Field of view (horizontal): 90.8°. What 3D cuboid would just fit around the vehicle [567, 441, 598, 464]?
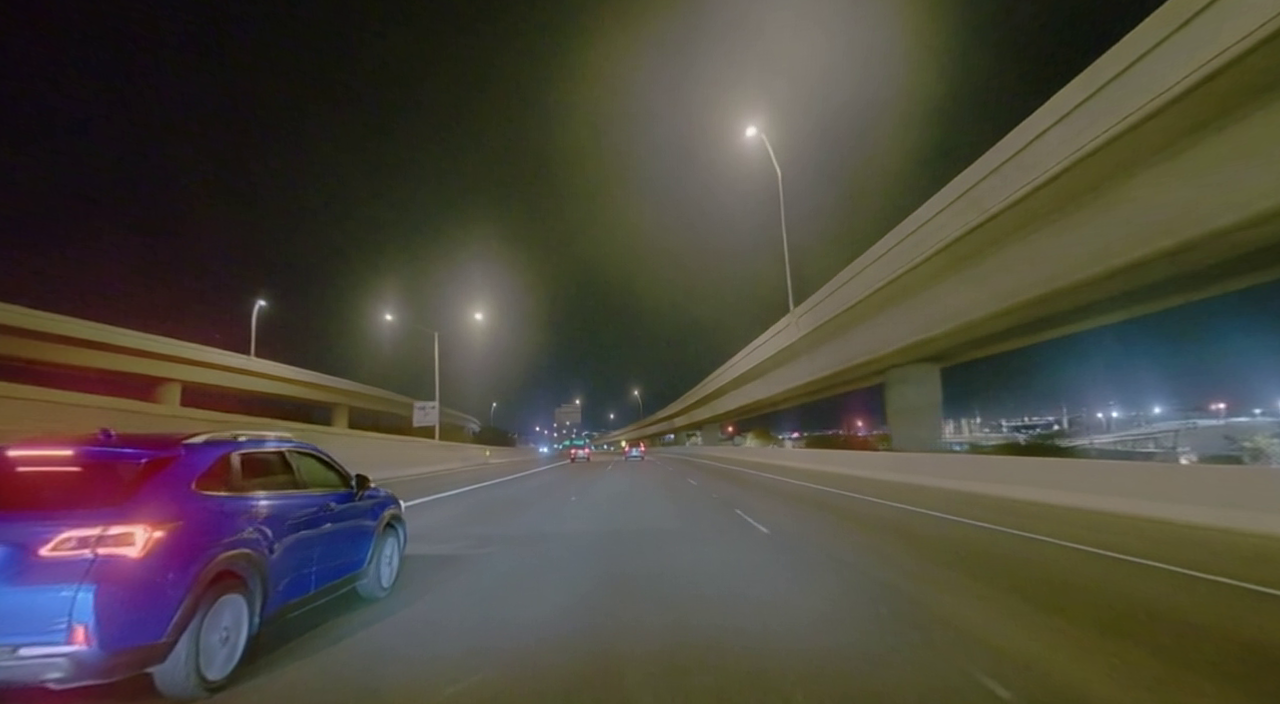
[{"bbox_3d":[-4.269,7.529,47.525,2.000,1.646,4.201,0,-8,-1],"label":"vehicle"}]

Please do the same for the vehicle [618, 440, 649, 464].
[{"bbox_3d":[-0.479,7.184,45.551,2.132,1.657,3.967,0,-8,-2],"label":"vehicle"}]
